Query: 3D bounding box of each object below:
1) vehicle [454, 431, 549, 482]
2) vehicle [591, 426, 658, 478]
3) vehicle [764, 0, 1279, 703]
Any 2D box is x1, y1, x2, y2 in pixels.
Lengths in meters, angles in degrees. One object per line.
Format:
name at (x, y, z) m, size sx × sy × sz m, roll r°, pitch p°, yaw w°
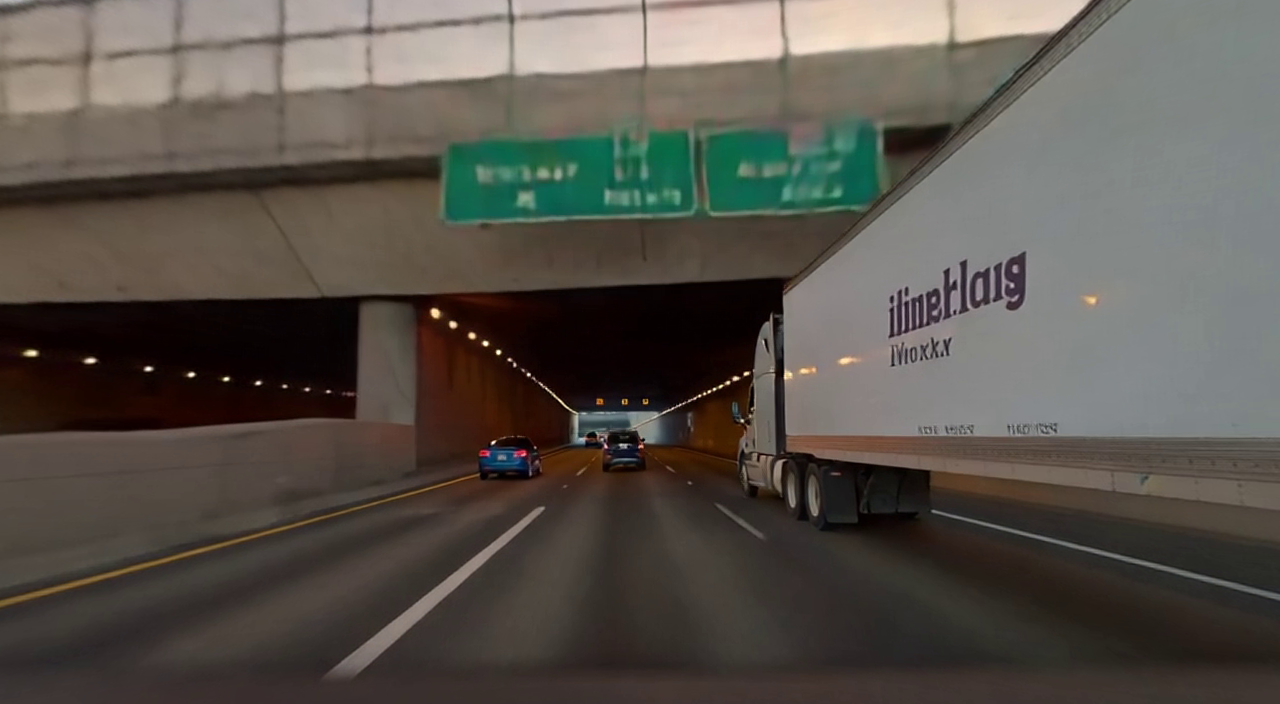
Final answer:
vehicle at (-4.226, 3.247, 20.013) m, size 2.019 × 1.435 × 4.317 m, roll 0°, pitch -8°, yaw 0°
vehicle at (-0.509, 3.382, 21.545) m, size 2.094 × 1.600 × 3.666 m, roll 0°, pitch -8°, yaw -1°
vehicle at (3.858, -0.053, 4.553) m, size 2.842 × 4.108 × 14.081 m, roll 0°, pitch -8°, yaw -1°
